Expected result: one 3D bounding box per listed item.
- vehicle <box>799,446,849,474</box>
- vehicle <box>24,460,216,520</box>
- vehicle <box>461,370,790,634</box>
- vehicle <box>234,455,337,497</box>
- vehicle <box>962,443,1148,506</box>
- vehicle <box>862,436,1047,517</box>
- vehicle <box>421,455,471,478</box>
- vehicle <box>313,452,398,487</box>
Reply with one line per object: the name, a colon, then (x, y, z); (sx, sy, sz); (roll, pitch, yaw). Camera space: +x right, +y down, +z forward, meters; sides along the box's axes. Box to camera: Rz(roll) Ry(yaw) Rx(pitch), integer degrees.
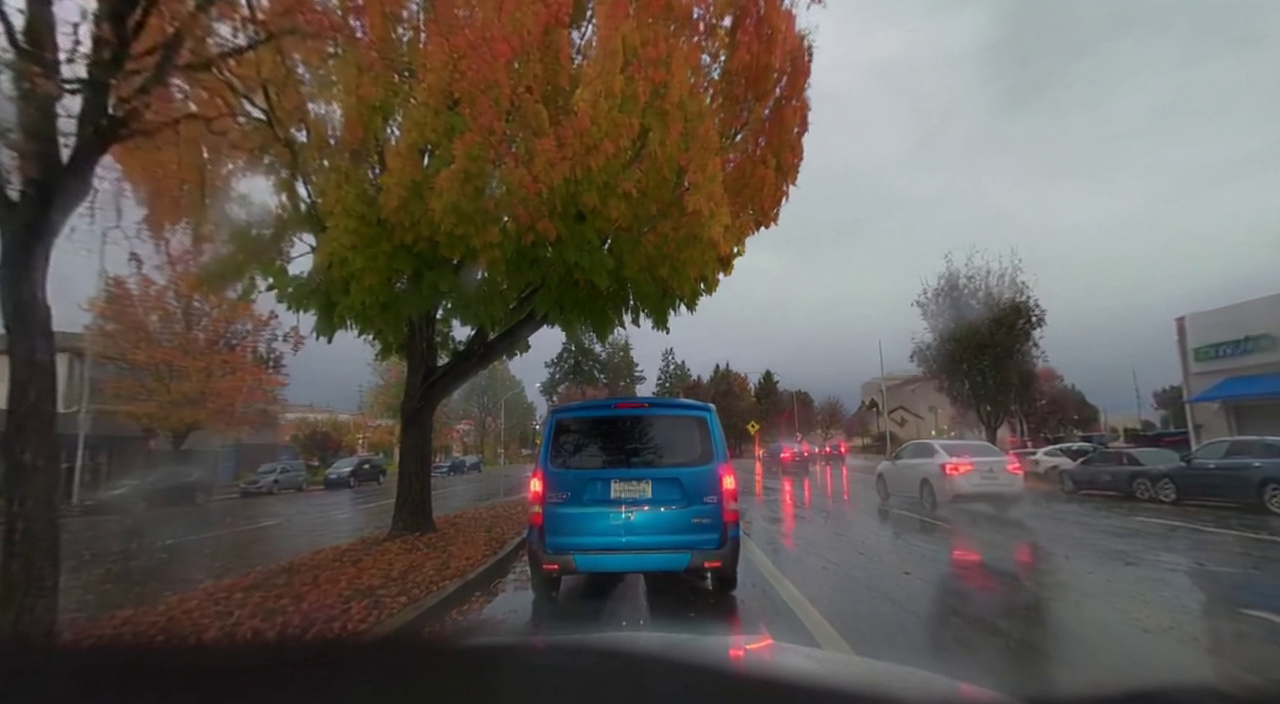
vehicle: (12.286, 7.229, 42.406); (2.040, 1.738, 4.414); (0, -8, 1)
vehicle: (-15.155, 3.995, 18.800); (1.877, 1.445, 4.436); (0, -8, 1)
vehicle: (-0.006, 1.405, 6.912); (2.344, 1.863, 4.665); (0, -8, 3)
vehicle: (-14.929, 5.213, 26.854); (1.947, 1.558, 4.065); (0, -8, 1)
vehicle: (10.795, 3.179, 16.931); (2.021, 1.460, 4.471); (0, -8, 1)
vehicle: (6.954, 2.774, 14.698); (1.928, 1.529, 4.917); (0, -8, 2)
vehicle: (-13.761, 8.127, 45.027); (1.995, 1.466, 4.580); (0, -8, 2)
vehicle: (-14.480, 5.988, 32.500); (1.921, 1.621, 4.930); (0, -8, 2)
